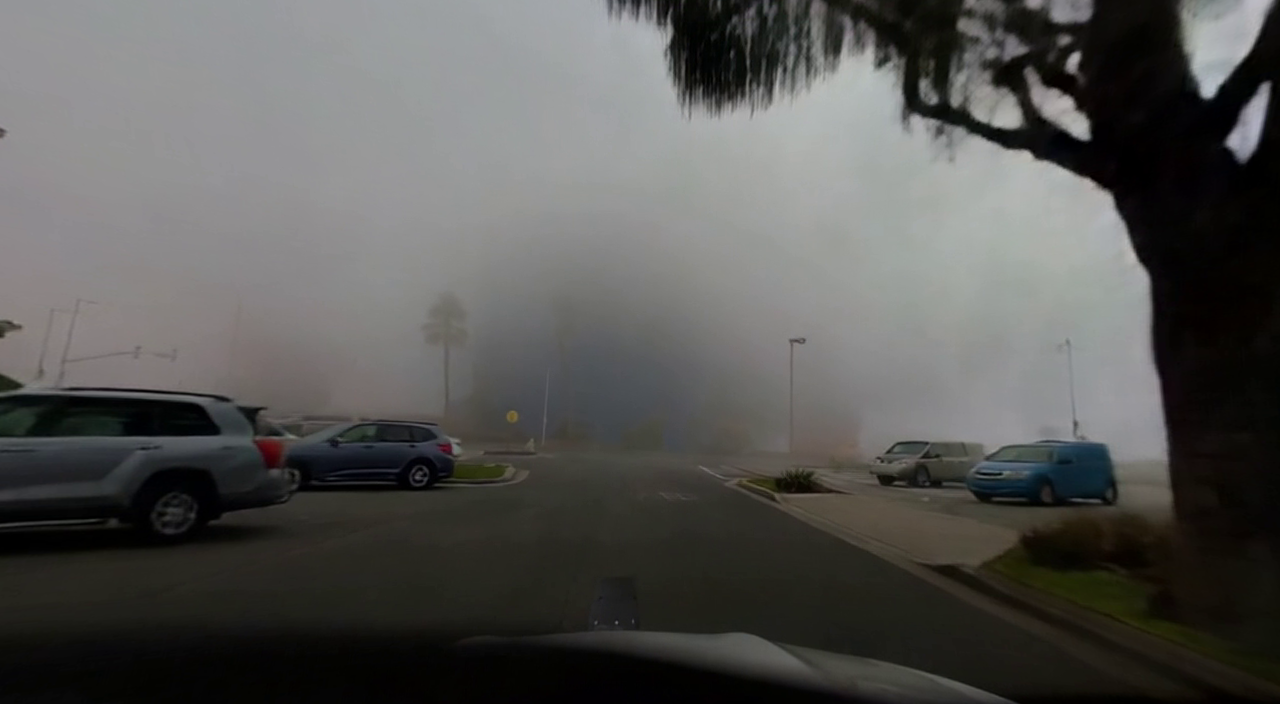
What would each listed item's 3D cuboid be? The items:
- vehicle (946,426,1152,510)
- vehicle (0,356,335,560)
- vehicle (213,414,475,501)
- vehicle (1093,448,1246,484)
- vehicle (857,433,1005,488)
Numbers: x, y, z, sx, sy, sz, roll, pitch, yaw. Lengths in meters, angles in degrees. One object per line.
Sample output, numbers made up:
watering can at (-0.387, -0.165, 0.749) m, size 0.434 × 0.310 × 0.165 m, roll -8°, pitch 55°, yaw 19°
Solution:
vehicle at (10.001, 2.769, 15.411) m, size 4.758 × 1.759 × 2.068 m, roll 5°, pitch -10°, yaw -28°
vehicle at (-6.191, 1.106, 6.909) m, size 4.787 × 1.867 × 2.092 m, roll 5°, pitch -9°, yaw -34°
vehicle at (-6.018, 2.113, 13.116) m, size 4.542 × 1.483 × 2.174 m, roll 5°, pitch -9°, yaw -31°
vehicle at (25.082, 5.371, 30.164) m, size 1.785 × 1.539 × 5.214 m, roll 6°, pitch -10°, yaw -34°
vehicle at (9.764, 3.557, 21.133) m, size 4.651 × 1.610 × 2.157 m, roll 5°, pitch -9°, yaw -30°
